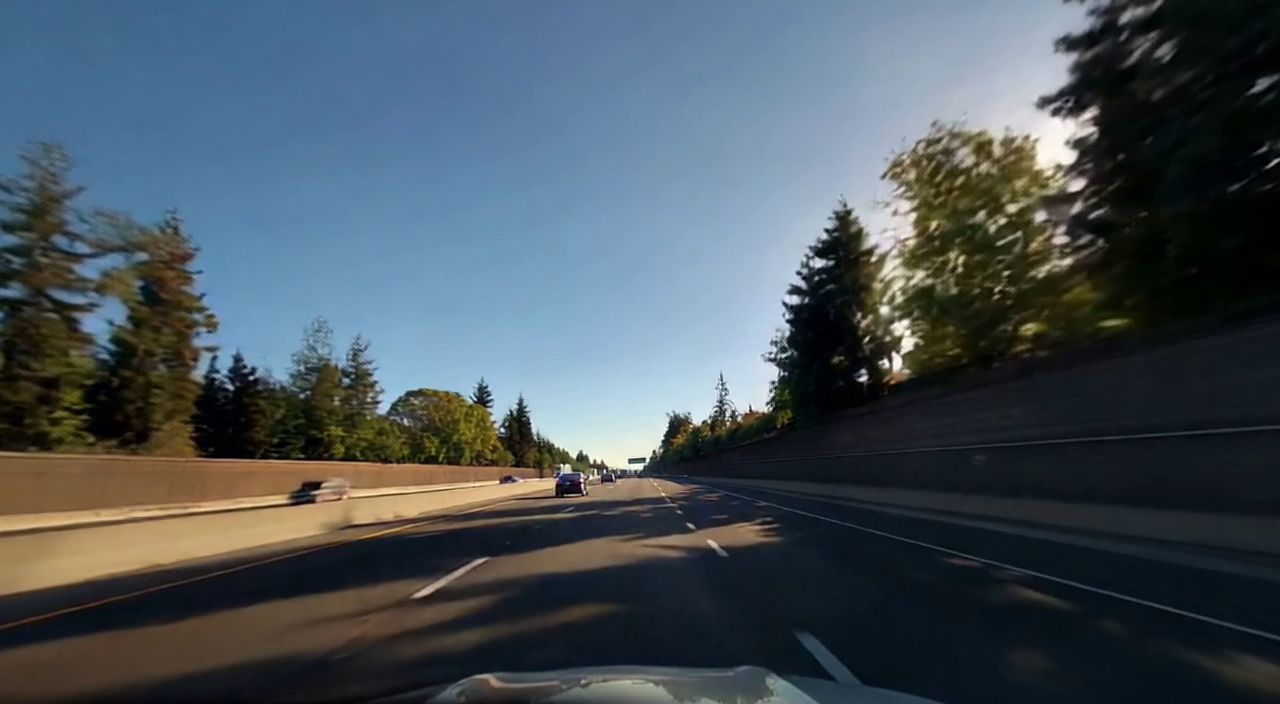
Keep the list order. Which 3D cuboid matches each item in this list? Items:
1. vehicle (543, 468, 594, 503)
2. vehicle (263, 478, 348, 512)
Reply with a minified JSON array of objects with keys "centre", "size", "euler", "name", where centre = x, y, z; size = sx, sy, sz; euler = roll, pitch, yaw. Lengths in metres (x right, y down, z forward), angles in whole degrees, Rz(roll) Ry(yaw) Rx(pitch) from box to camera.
[{"centre":[-3.268,6.182,29.393],"size":[1.863,1.486,3.852],"euler":[1,-10,0],"name":"vehicle"},{"centre":[-16.625,7.111,31.616],"size":[1.788,1.463,4.519],"euler":[1,-11,0],"name":"vehicle"}]
